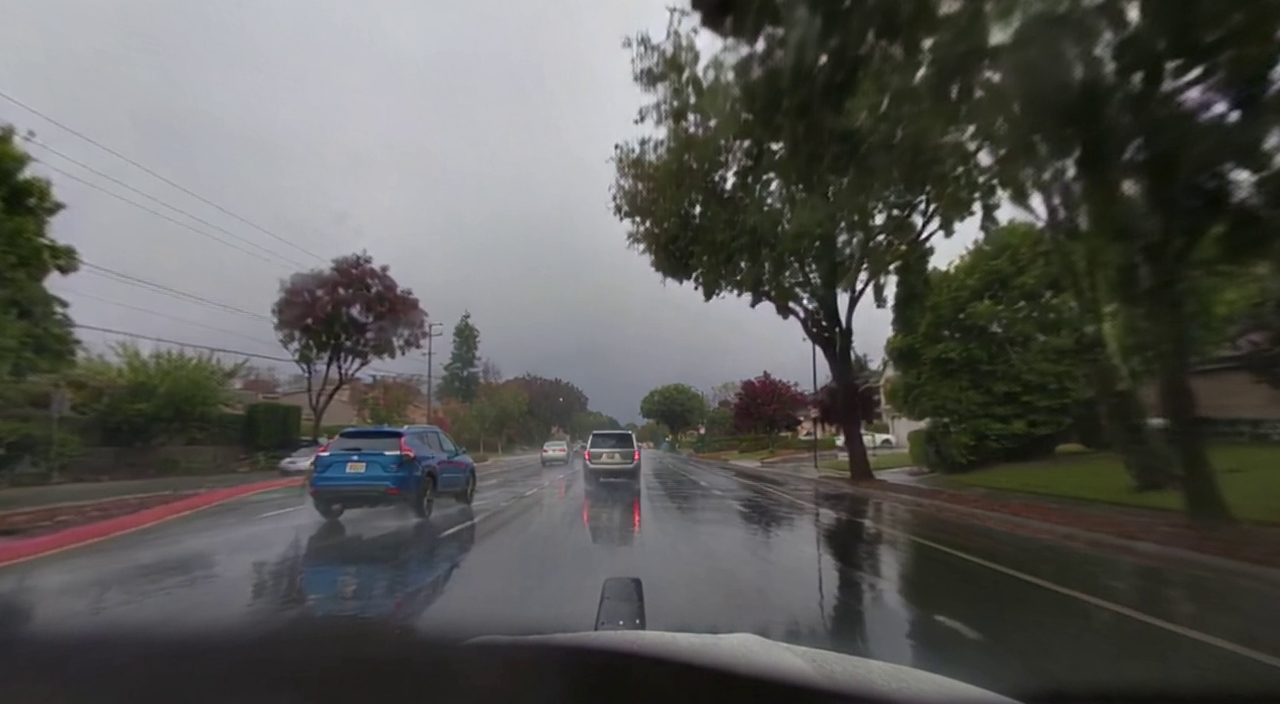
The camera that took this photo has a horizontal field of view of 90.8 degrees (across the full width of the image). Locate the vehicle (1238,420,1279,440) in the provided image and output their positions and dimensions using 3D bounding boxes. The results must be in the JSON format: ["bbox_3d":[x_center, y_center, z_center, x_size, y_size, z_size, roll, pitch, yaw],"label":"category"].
[{"bbox_3d":[49.129,6.153,49.509,1.968,1.502,4.125,-4,-9,25],"label":"vehicle"}]

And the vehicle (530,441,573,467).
[{"bbox_3d":[-5.374,6.298,39.080,2.014,1.493,4.658,0,-8,0],"label":"vehicle"}]

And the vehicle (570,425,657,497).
[{"bbox_3d":[-0.681,3.017,17.785,2.131,1.761,4.242,0,-8,-1],"label":"vehicle"}]

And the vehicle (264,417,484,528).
[{"bbox_3d":[-4.742,2.218,12.262,2.243,1.722,4.621,0,-8,0],"label":"vehicle"}]
